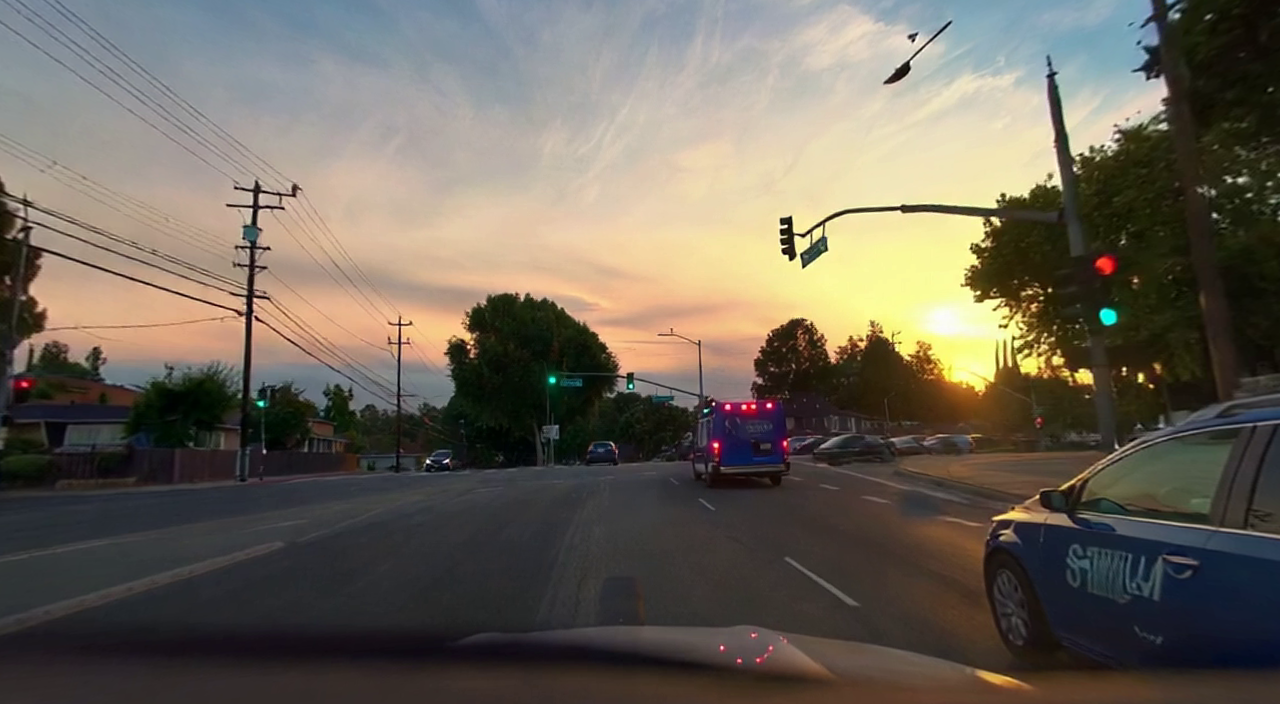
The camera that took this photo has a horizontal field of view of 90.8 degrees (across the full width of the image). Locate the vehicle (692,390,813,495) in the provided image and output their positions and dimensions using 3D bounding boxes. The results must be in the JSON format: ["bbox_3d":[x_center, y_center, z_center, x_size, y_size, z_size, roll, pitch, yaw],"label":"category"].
[{"bbox_3d":[3.127,2.735,19.141,2.406,2.687,5.521,0,-8,-2],"label":"vehicle"}]

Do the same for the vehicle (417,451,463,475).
[{"bbox_3d":[-13.409,7.431,42.703,2.053,1.474,4.489,1,-8,-6],"label":"vehicle"}]

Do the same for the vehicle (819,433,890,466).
[{"bbox_3d":[11.410,5.160,33.512,3.936,1.594,1.860,7,-11,-42],"label":"vehicle"}]

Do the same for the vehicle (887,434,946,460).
[{"bbox_3d":[17.521,6.002,39.915,4.078,1.582,1.920,8,-12,-44],"label":"vehicle"}]

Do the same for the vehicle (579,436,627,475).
[{"bbox_3d":[-1.781,4.891,29.974,2.114,1.707,3.725,0,-8,-5],"label":"vehicle"}]

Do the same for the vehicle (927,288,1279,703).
[{"bbox_3d":[3.448,0.816,2.848,2.194,1.922,4.822,-1,-8,3],"label":"vehicle"}]
